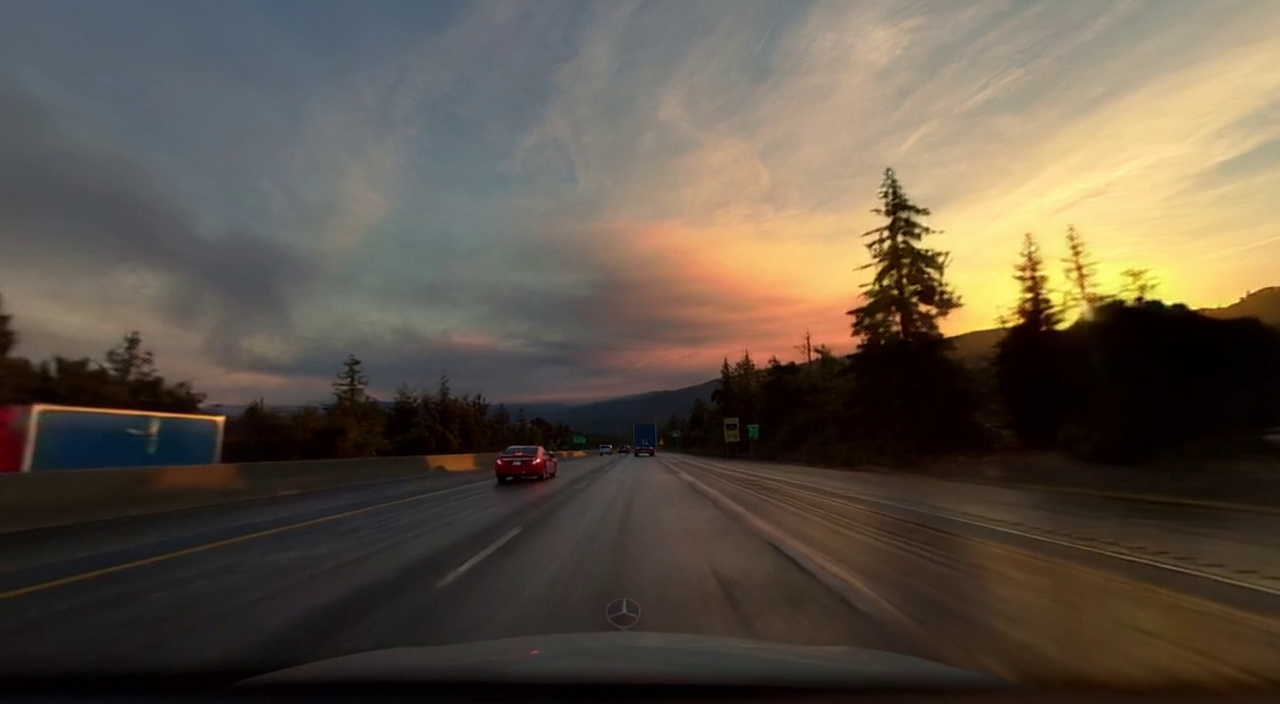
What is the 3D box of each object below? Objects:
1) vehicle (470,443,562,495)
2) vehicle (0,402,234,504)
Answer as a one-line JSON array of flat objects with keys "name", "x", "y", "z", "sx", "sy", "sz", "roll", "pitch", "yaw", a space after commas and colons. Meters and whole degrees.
[{"name": "vehicle", "x": -3.984, "y": 3.855, "z": 21.218, "sx": 1.999, "sy": 1.533, "sz": 4.870, "roll": -1, "pitch": -9, "yaw": 1}, {"name": "vehicle", "x": -24.920, "y": 4.714, "z": 29.782, "sx": 2.972, "sy": 3.912, "sz": 10.298, "roll": -2, "pitch": -9, "yaw": 13}]
